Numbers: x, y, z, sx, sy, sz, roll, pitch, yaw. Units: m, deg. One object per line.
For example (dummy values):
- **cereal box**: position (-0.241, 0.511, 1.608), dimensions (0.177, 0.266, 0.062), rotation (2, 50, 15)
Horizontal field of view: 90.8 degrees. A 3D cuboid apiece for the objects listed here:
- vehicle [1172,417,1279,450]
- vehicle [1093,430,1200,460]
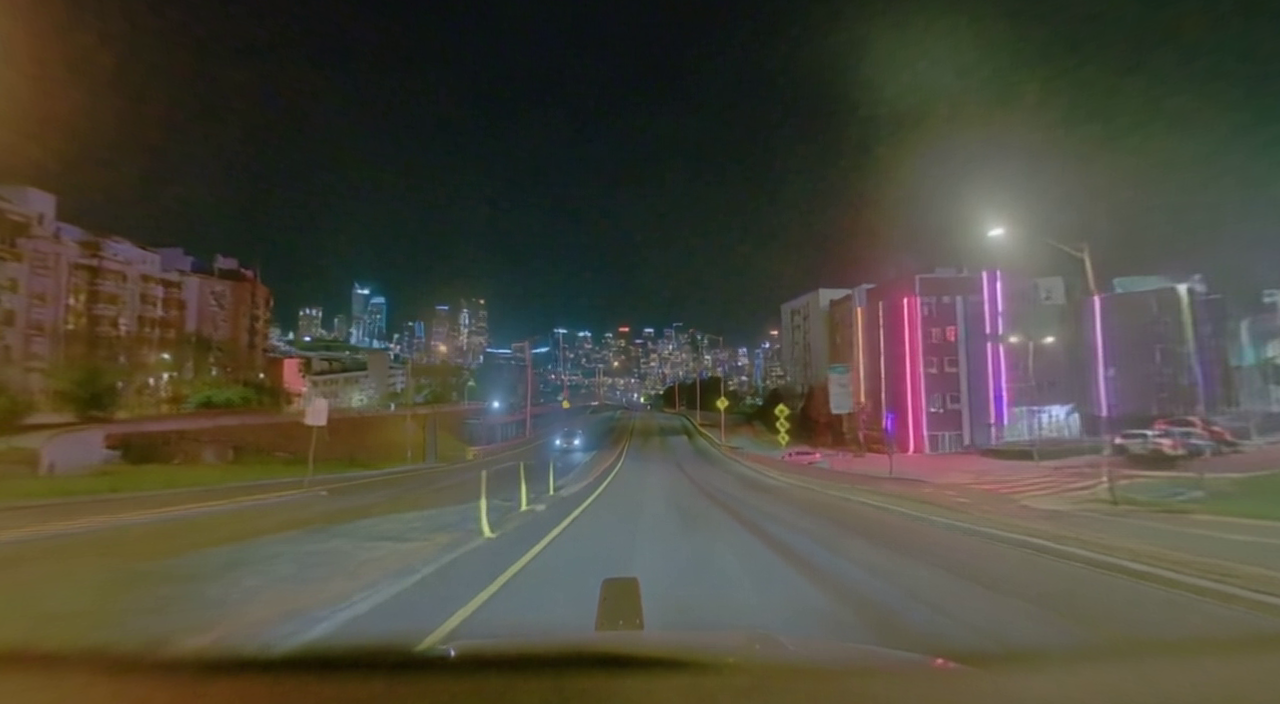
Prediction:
- **vehicle**: position (33.382, 4.654, 35.979), dimensions (4.348, 1.783, 2.038), rotation (1, -8, -3)
- **vehicle**: position (28.663, 5.265, 35.871), dimensions (4.400, 1.614, 1.916), rotation (0, -8, -1)
